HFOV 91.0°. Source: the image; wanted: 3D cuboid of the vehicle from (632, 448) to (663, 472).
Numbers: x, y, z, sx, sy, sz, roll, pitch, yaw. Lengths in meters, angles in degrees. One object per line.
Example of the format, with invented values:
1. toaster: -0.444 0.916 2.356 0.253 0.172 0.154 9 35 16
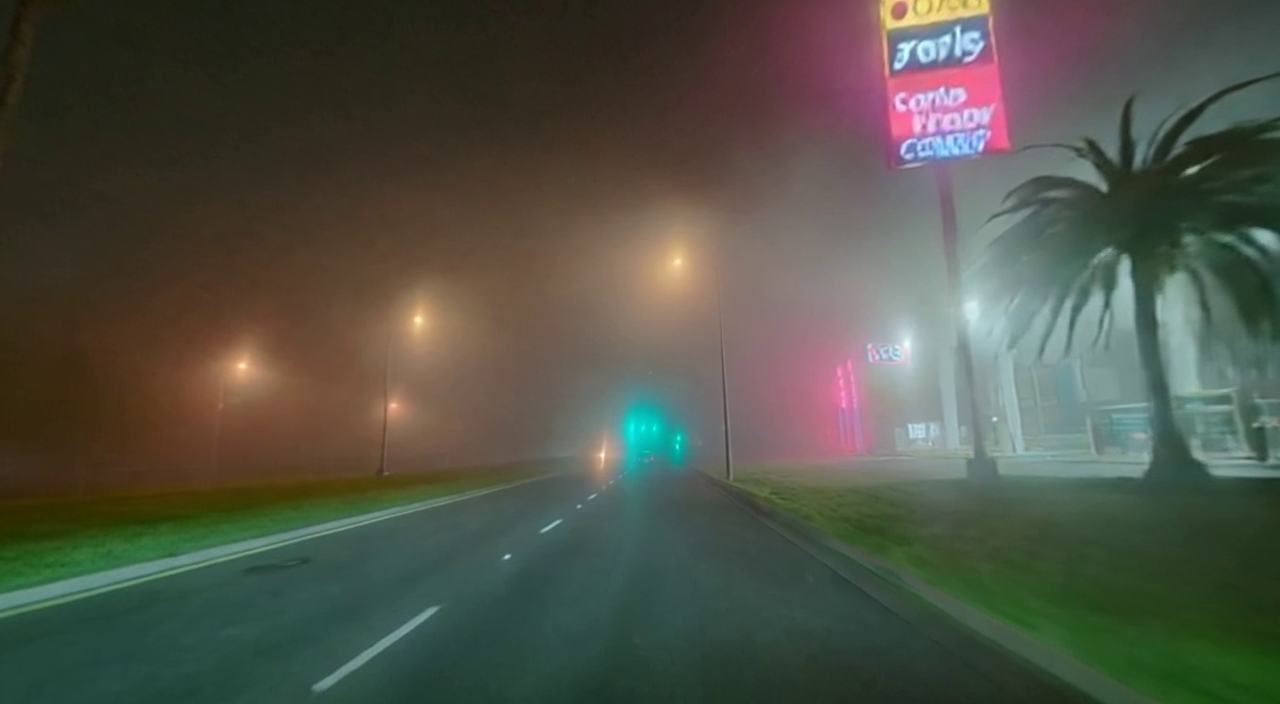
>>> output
1. vehicle: 0.530 7.382 43.088 2.050 1.509 4.148 0 -8 1
